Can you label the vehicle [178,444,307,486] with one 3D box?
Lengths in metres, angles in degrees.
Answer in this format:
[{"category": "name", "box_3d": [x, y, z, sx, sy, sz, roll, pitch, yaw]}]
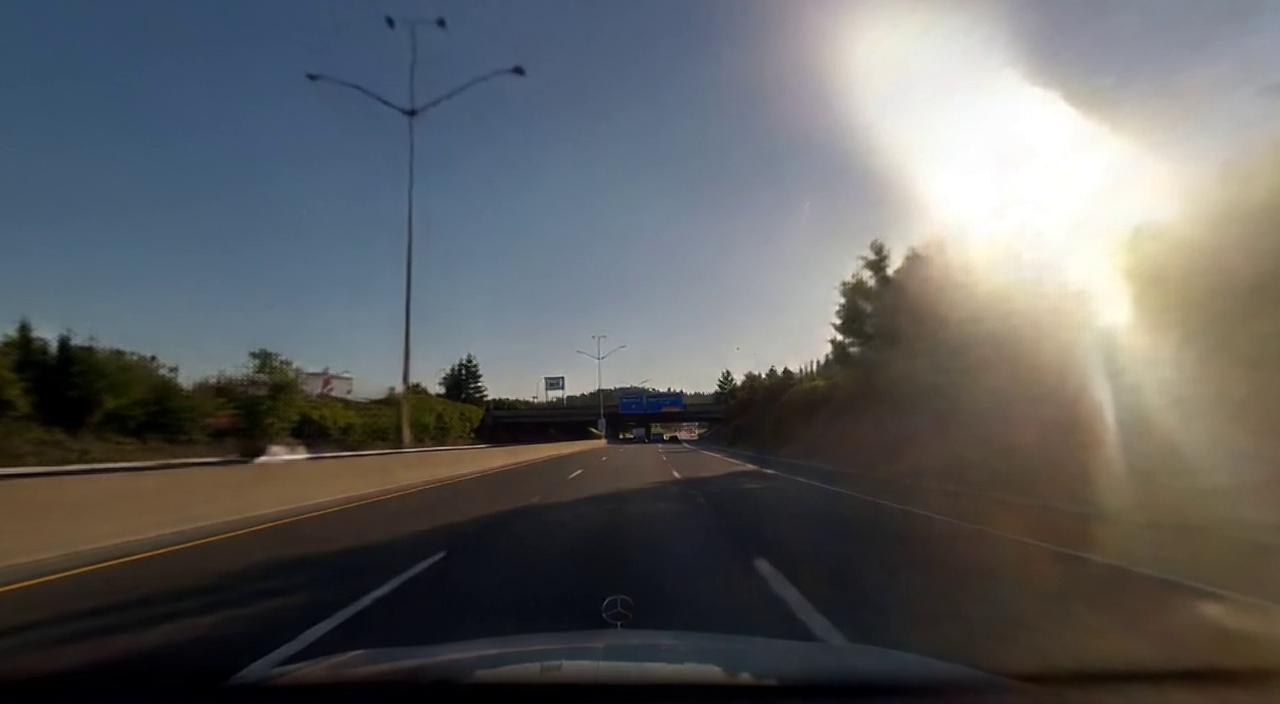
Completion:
[{"category": "vehicle", "box_3d": [-15.892, 4.506, 25.544, 2.143, 1.504, 4.702, 0, -8, 0]}]
